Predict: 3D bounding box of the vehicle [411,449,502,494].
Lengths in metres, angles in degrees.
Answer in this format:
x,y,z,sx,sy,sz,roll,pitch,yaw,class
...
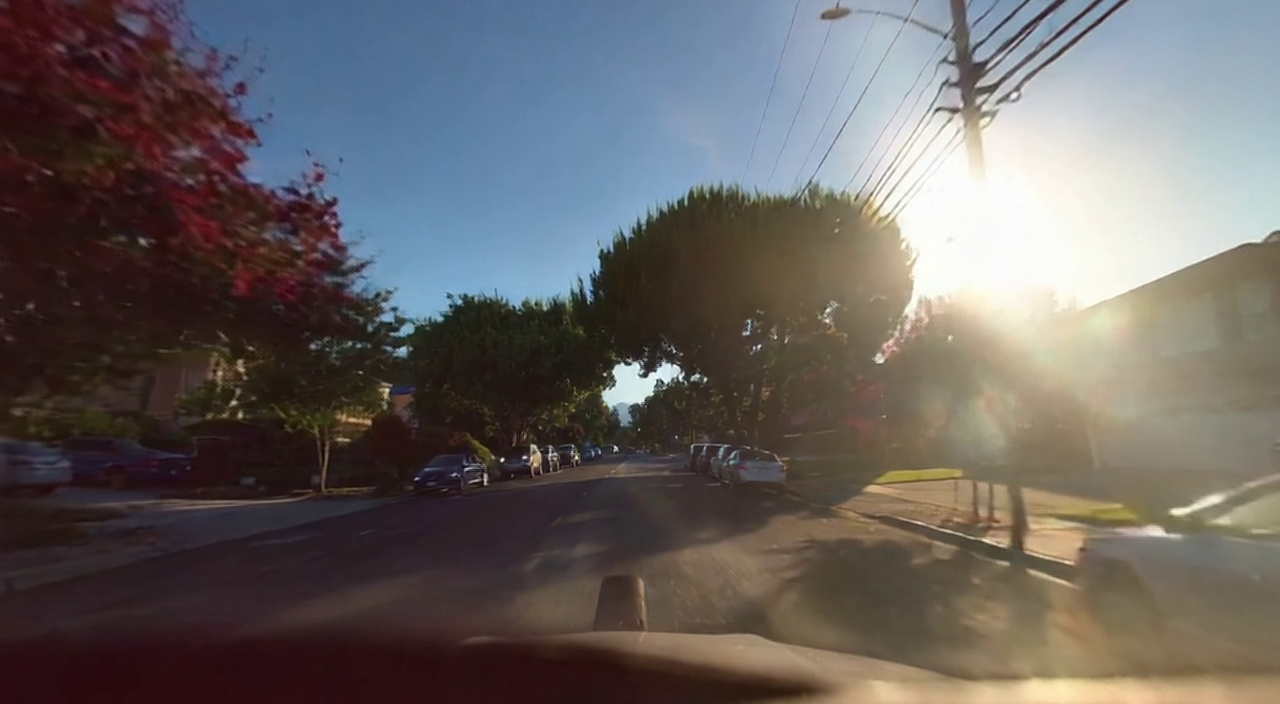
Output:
x,y,z,sx,sy,sz,roll,pitch,yaw,class
-6.472,4.257,22.879,2.031,1.454,4.410,0,-9,-1,vehicle

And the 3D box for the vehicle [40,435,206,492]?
x,y,z,sx,sy,sz,roll,pitch,yaw,class
-17.830,3.869,22.152,1.925,1.750,4.489,0,-9,1,vehicle

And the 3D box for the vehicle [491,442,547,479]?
x,y,z,sx,sy,sz,roll,pitch,yaw,class
-6.324,5.731,33.636,2.031,1.799,4.587,0,-9,0,vehicle

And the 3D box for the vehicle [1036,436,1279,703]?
x,y,z,sx,sy,sz,roll,pitch,yaw,class
3.778,1.037,2.417,1.782,1.439,4.037,0,-9,-2,vehicle

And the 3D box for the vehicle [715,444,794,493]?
x,y,z,sx,sy,sz,roll,pitch,yaw,class
3.658,3.802,20.945,1.763,1.432,4.323,0,-9,-1,vehicle
